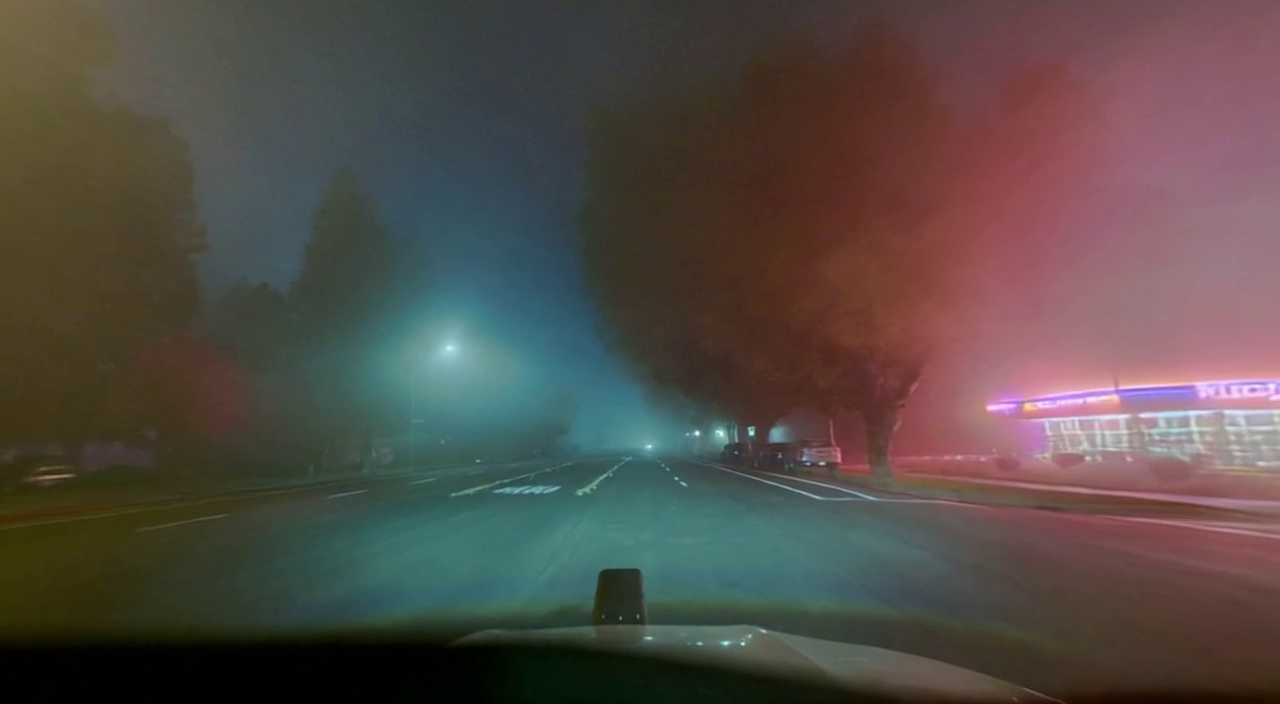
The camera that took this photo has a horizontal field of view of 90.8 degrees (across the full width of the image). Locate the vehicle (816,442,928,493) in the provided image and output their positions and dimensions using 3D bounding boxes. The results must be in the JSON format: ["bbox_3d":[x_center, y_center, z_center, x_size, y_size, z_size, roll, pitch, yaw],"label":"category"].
[{"bbox_3d":[7.434,3.714,20.764,2.057,1.478,4.356,0,-9,1],"label":"vehicle"}]

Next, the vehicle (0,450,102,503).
[{"bbox_3d":[-20.457,3.975,20.322,4.193,1.583,2.006,1,-9,-10],"label":"vehicle"}]
